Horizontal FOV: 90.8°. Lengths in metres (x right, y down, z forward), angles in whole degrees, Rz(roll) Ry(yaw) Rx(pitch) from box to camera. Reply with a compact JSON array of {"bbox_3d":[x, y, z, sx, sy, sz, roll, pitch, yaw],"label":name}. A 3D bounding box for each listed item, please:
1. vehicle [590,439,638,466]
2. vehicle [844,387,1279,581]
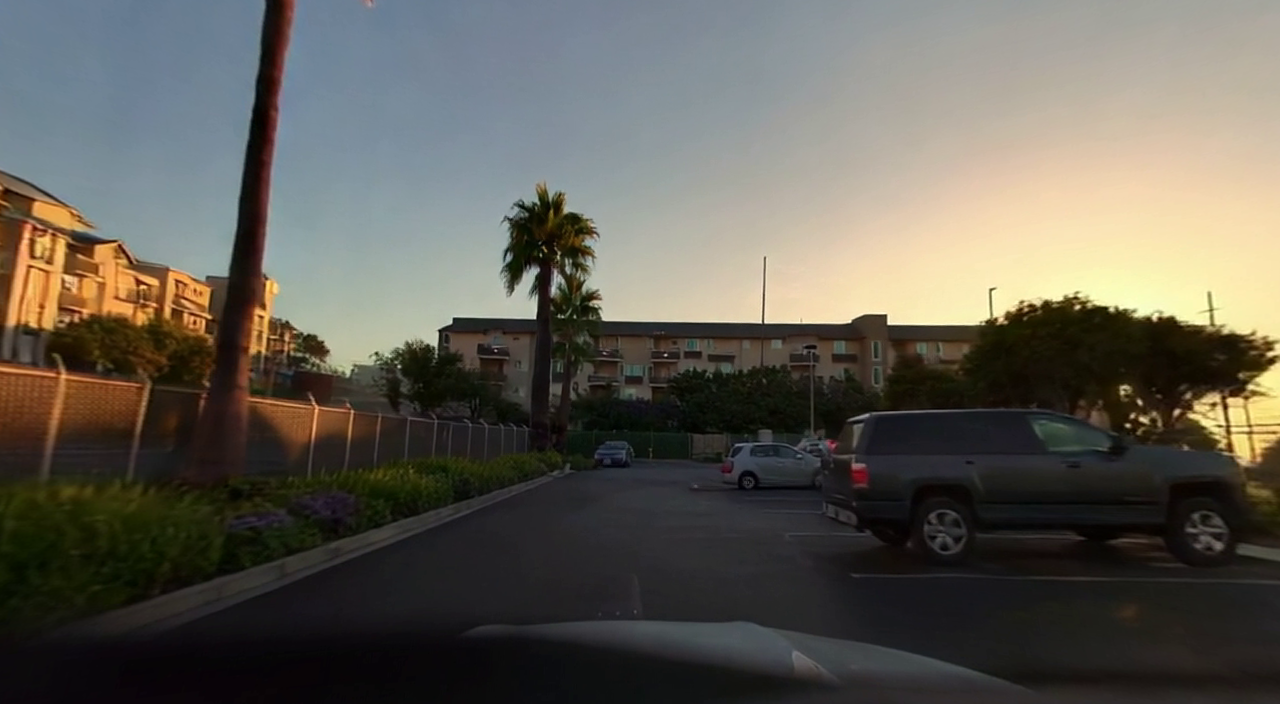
[{"bbox_3d":[-1.982,7.483,47.274,2.073,1.791,4.365,7,-9,-23],"label":"vehicle"},{"bbox_3d":[5.039,1.501,7.464,4.609,1.734,1.909,3,-8,1],"label":"vehicle"}]
